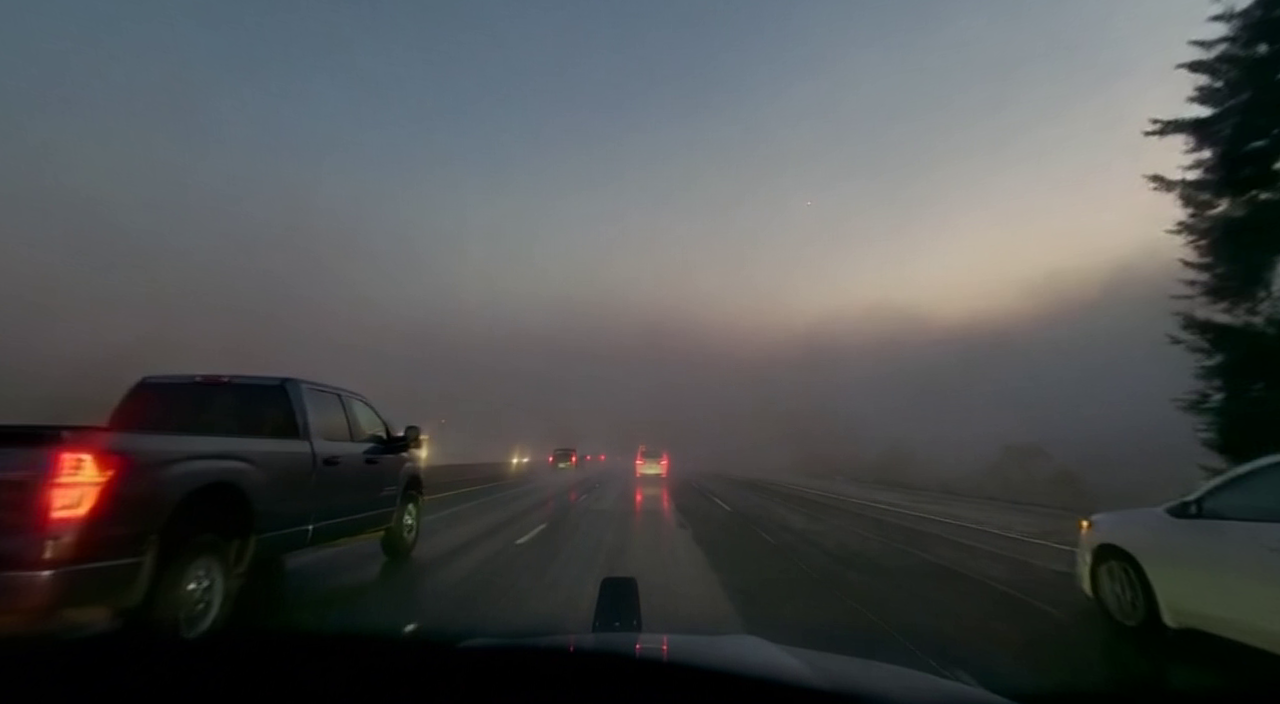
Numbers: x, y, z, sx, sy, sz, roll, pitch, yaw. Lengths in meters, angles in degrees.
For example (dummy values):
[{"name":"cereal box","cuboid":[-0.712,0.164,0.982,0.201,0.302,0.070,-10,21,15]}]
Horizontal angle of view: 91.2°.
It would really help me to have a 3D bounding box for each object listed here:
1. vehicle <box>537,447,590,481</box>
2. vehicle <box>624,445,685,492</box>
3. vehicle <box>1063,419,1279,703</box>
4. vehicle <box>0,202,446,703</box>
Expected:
[{"name":"vehicle","cuboid":[-3.583,5.337,30.183,1.940,1.502,4.463,0,-9,0]},{"name":"vehicle","cuboid":[0.460,4.168,22.816,2.015,1.526,4.286,0,-9,-1]},{"name":"vehicle","cuboid":[4.239,1.018,2.717,1.961,1.491,4.035,0,-9,0]},{"name":"vehicle","cuboid":[-3.986,0.984,5.703,2.523,2.458,6.022,0,-9,0]}]
